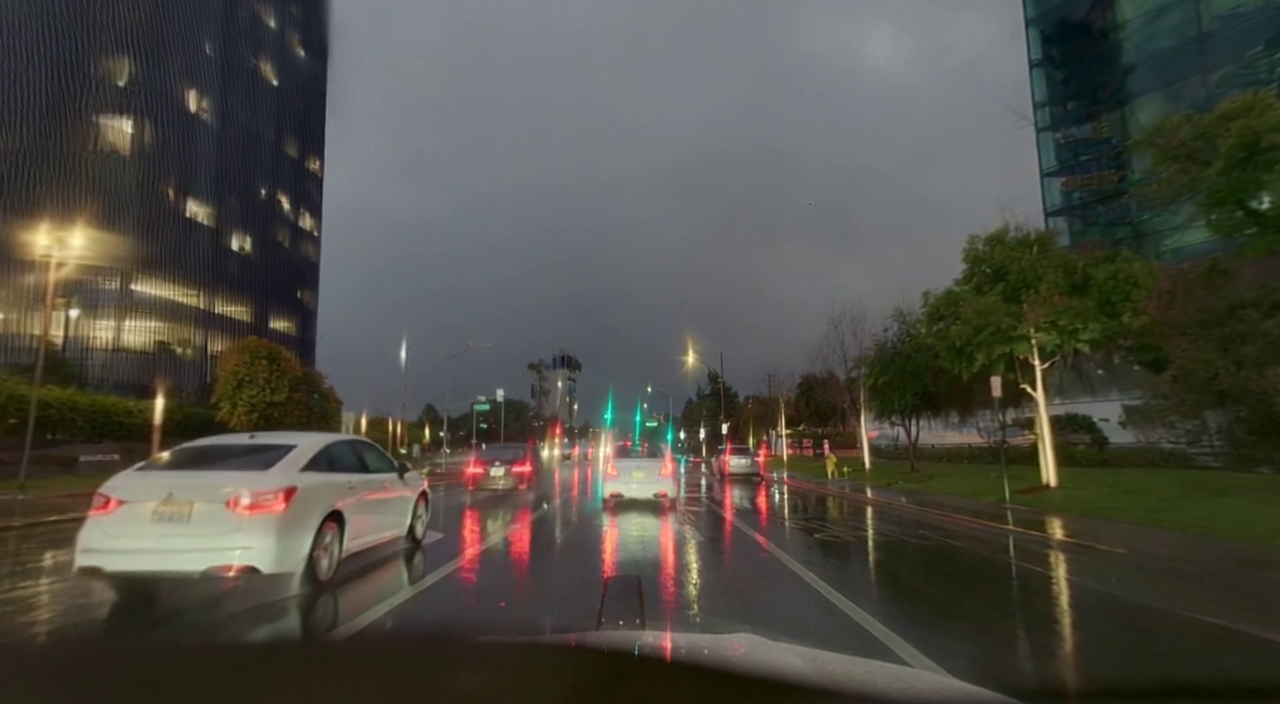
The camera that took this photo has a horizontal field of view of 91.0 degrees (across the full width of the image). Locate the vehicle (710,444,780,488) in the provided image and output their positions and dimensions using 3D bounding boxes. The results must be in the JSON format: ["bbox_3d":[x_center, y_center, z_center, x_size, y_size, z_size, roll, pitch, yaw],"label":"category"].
[{"bbox_3d":[3.910,4.312,24.170,1.940,1.514,4.187,0,-9,0],"label":"vehicle"}]

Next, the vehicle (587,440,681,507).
[{"bbox_3d":[-0.107,3.146,16.801,2.174,1.509,4.374,0,-9,1],"label":"vehicle"}]

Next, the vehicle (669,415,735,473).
[{"bbox_3d":[3.921,6.334,43.294,3.074,3.316,12.953,0,-9,-1],"label":"vehicle"}]

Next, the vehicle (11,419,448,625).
[{"bbox_3d":[-3.705,1.585,6.852,1.933,1.520,4.195,0,-9,-1],"label":"vehicle"}]

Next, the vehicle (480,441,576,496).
[{"bbox_3d":[-3.325,3.565,19.724,2.044,1.508,4.479,0,-9,2],"label":"vehicle"}]
